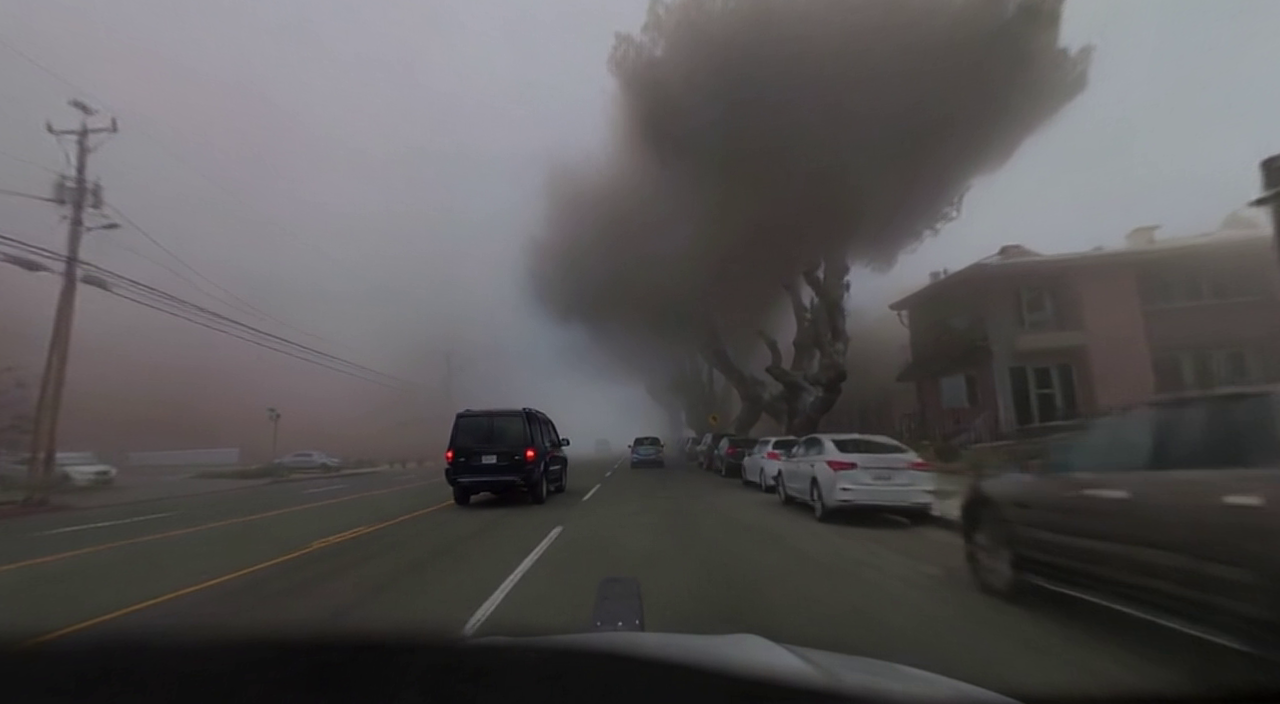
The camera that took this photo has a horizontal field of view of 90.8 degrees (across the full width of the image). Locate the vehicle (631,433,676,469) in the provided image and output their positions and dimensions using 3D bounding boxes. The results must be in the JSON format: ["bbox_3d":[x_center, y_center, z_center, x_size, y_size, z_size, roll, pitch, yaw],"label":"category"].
[{"bbox_3d":[0.614,4.929,31.583,2.126,1.657,4.132,0,-8,0],"label":"vehicle"}]

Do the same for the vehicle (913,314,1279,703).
[{"bbox_3d":[3.848,0.864,3.319,2.081,1.888,5.986,0,-8,-1],"label":"vehicle"}]

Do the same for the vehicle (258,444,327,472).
[{"bbox_3d":[-24.913,7.584,45.531,2.095,1.862,5.261,0,-8,-2],"label":"vehicle"}]

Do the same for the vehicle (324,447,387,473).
[{"bbox_3d":[-19.595,7.448,43.781,1.911,1.638,5.028,0,-8,1],"label":"vehicle"}]

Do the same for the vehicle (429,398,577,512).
[{"bbox_3d":[-2.835,2.310,14.493,2.213,2.123,5.124,0,-8,0],"label":"vehicle"}]

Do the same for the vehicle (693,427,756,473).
[{"bbox_3d":[3.711,4.405,28.541,2.090,1.861,4.805,0,-8,-1],"label":"vehicle"}]

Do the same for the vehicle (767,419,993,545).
[{"bbox_3d":[3.586,2.017,10.501,1.931,1.625,4.409,0,-8,-1],"label":"vehicle"}]

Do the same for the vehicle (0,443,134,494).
[{"bbox_3d":[-23.915,4.690,25.679,4.791,1.928,2.144,0,-8,0],"label":"vehicle"}]
